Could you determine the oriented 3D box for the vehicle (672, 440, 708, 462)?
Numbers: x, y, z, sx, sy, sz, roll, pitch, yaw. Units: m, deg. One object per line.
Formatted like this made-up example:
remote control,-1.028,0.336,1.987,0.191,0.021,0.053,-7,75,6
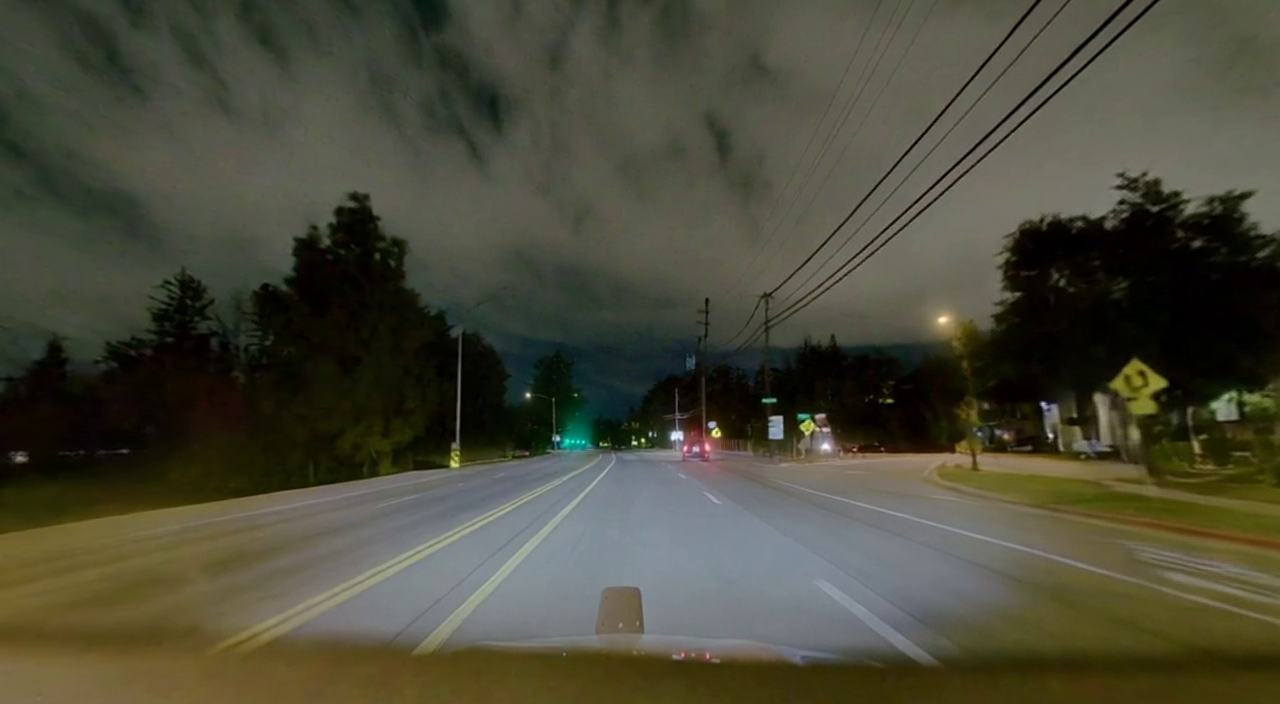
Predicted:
vehicle,3.372,6.764,43.269,2.015,1.467,4.117,0,-8,-1
